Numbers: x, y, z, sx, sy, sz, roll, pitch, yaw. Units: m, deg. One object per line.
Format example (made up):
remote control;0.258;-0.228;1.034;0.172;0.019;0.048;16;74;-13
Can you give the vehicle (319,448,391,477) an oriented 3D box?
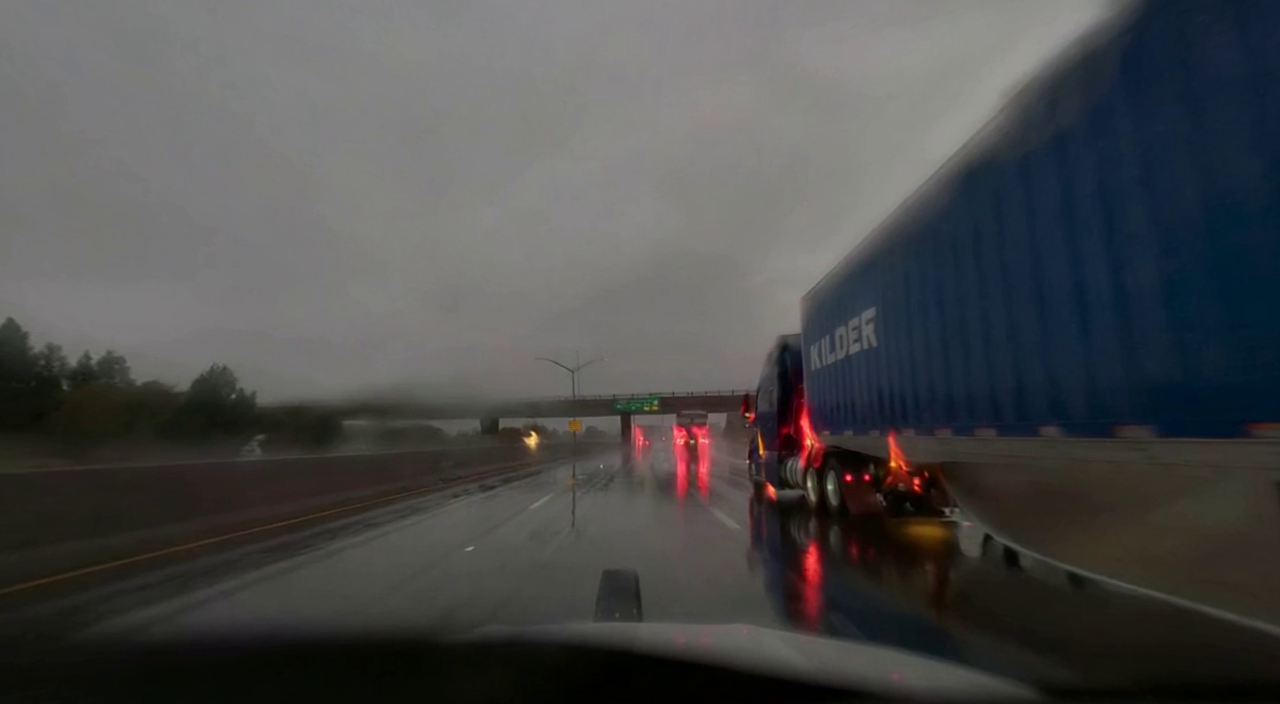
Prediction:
vehicle;-15.869;6.147;35.325;2.019;1.431;4.362;-1;-8;0
